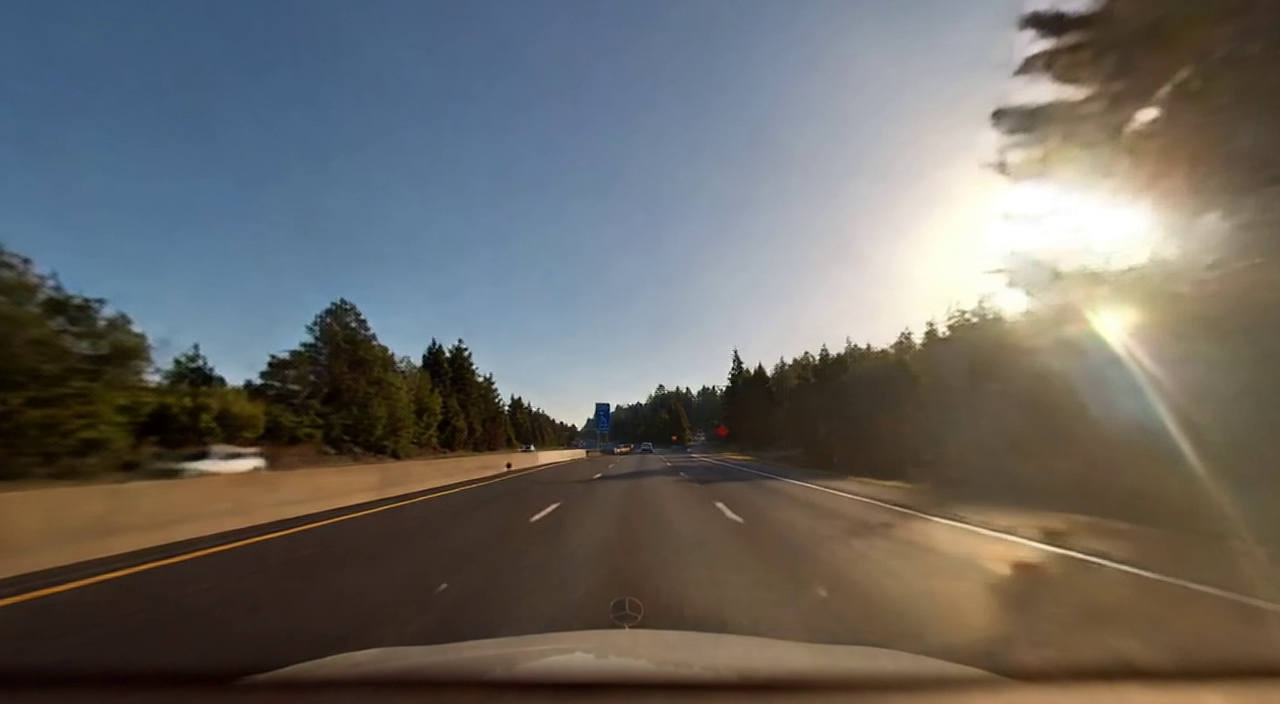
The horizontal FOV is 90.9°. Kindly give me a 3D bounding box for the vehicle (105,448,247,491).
[{"bbox_3d":[-17.523,4.414,24.178,1.922,1.434,4.620,0,-8,0],"label":"vehicle"}]
